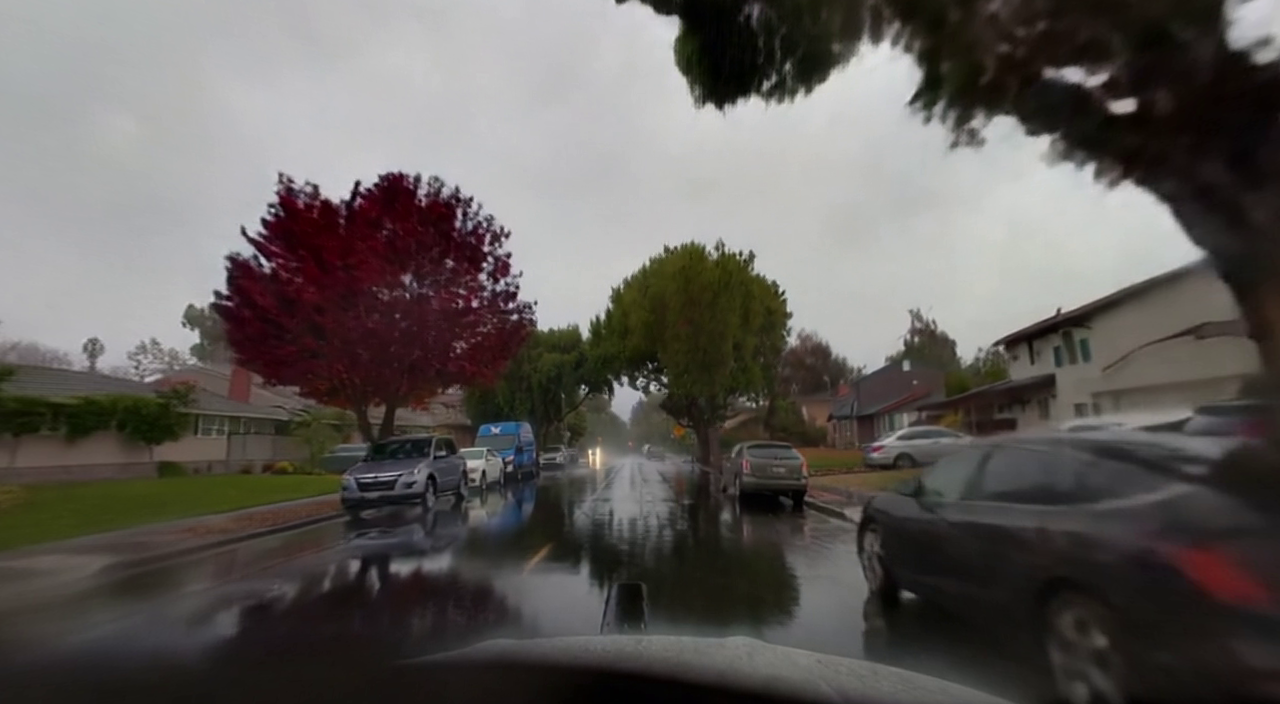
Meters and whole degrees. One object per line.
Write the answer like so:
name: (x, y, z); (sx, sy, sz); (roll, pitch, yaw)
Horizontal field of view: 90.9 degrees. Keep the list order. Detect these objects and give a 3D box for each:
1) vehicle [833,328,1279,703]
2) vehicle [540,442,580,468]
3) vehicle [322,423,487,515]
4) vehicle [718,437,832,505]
vehicle: (3.090, 1.122, 4.287); (2.172, 1.764, 4.685); (0, -8, 1)
vehicle: (-5.097, 6.642, 40.852); (2.038, 1.571, 4.524); (0, -8, -1)
vehicle: (-5.369, 2.714, 15.174); (2.090, 1.855, 4.494); (0, -8, 2)
vehicle: (3.337, 3.013, 16.543); (1.945, 1.514, 4.552); (0, -8, 0)
